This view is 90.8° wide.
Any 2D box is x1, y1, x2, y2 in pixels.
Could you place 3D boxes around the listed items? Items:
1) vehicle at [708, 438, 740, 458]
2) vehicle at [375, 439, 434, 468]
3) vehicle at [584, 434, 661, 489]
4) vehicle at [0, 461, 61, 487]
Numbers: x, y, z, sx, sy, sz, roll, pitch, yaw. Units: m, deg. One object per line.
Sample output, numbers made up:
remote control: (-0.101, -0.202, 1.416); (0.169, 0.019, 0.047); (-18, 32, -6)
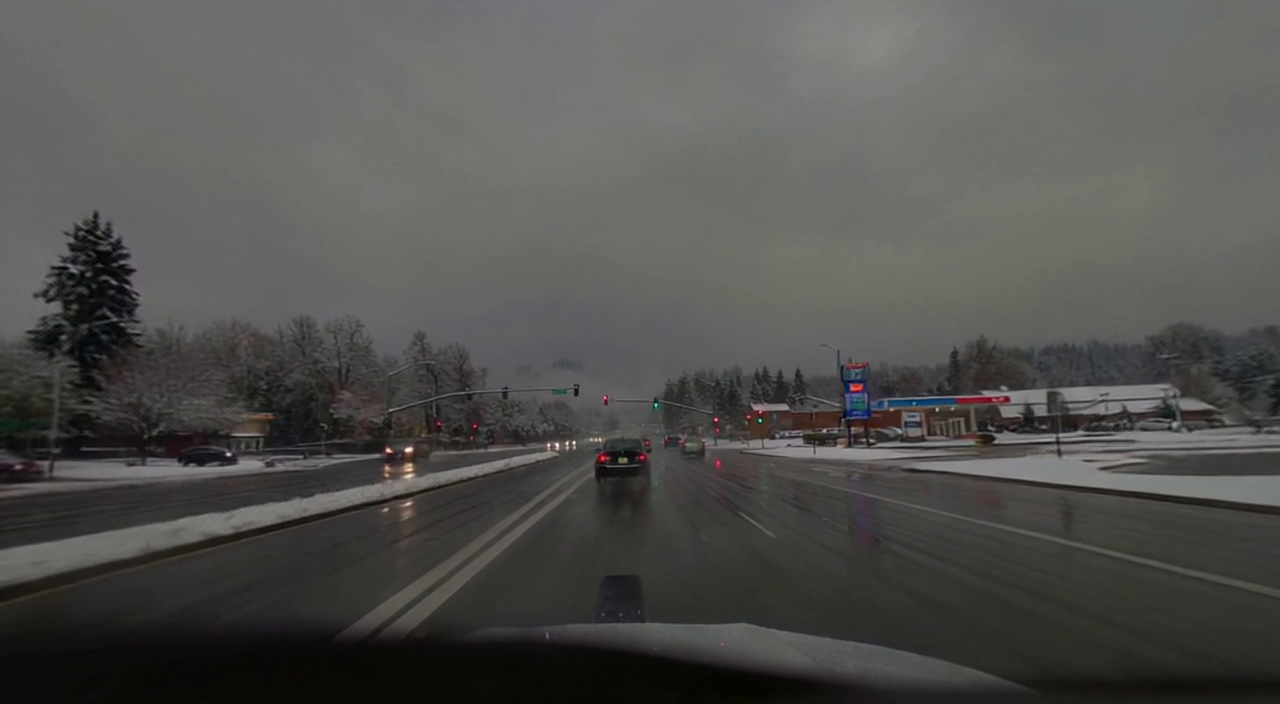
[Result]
vehicle: (6.563, 7.596, 49.804); (1.890, 1.489, 4.396); (0, -8, -1)
vehicle: (-17.398, 7.499, 46.988); (2.224, 2.000, 5.743); (0, -8, 0)
vehicle: (-0.463, 3.200, 18.715); (2.040, 1.451, 3.736); (0, -8, 0)
vehicle: (-36.139, 7.014, 36.403); (3.670, 1.430, 1.897); (-1, -9, 4)
